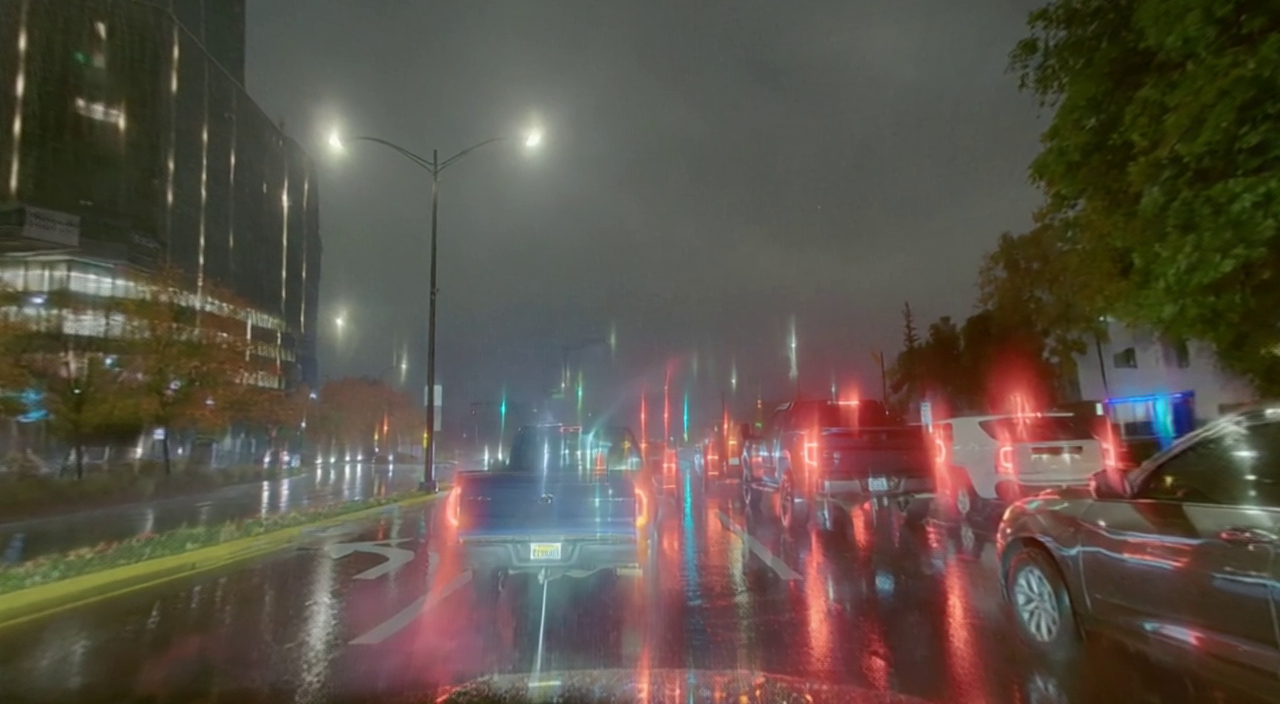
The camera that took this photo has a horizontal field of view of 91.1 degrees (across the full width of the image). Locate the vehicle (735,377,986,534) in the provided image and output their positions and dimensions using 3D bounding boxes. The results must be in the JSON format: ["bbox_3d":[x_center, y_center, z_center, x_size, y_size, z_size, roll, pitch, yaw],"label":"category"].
[{"bbox_3d":[3.527,1.882,11.776,2.497,2.186,5.890,0,-8,0],"label":"vehicle"}]

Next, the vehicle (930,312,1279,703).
[{"bbox_3d":[3.165,0.756,2.235,2.024,1.723,4.714,0,-8,0],"label":"vehicle"}]

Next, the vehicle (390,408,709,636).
[{"bbox_3d":[-0.576,1.476,6.478,2.172,1.536,4.250,0,-8,1],"label":"vehicle"}]
